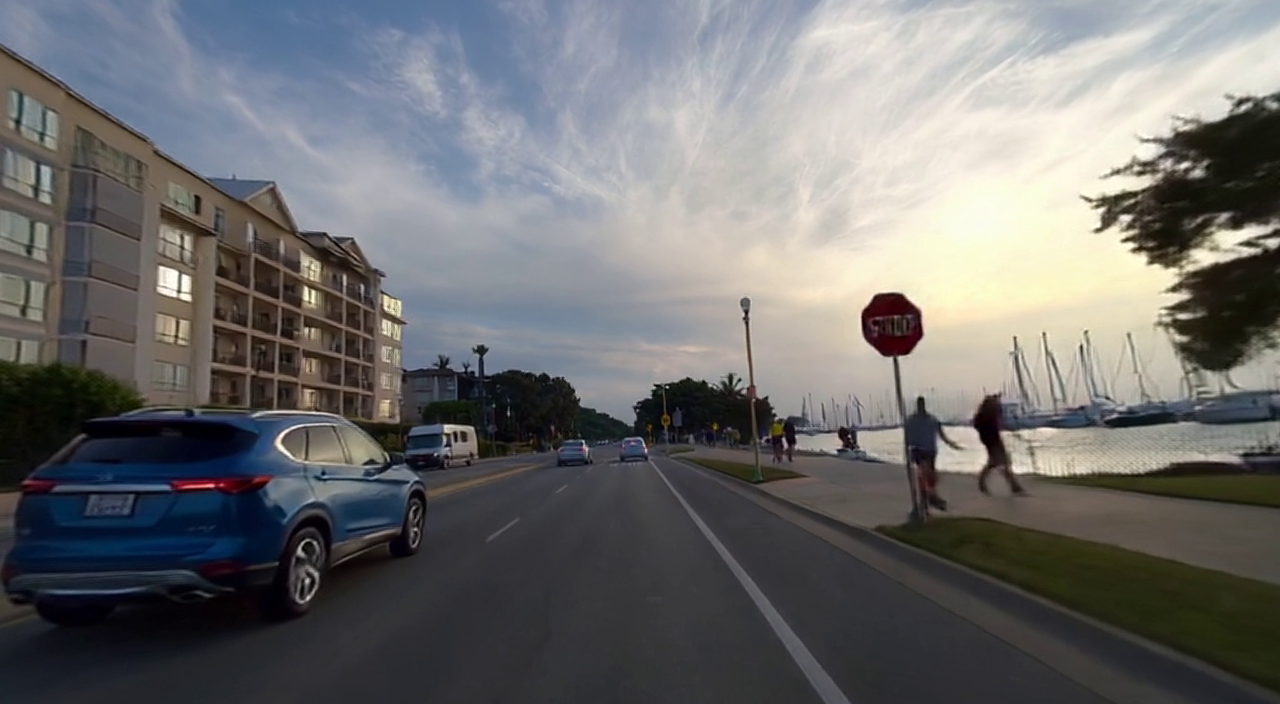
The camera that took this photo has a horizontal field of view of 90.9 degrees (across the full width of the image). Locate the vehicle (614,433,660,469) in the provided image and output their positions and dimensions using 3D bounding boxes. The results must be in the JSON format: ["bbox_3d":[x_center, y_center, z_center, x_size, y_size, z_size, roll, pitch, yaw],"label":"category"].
[{"bbox_3d":[-0.154,4.768,30.452,2.057,1.624,3.726,0,-9,0],"label":"vehicle"}]

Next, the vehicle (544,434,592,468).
[{"bbox_3d":[-3.760,5.301,33.844,2.056,1.680,4.205,0,-9,0],"label":"vehicle"}]

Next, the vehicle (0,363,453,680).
[{"bbox_3d":[-3.565,1.321,6.060,2.082,1.817,4.724,0,-9,0],"label":"vehicle"}]
